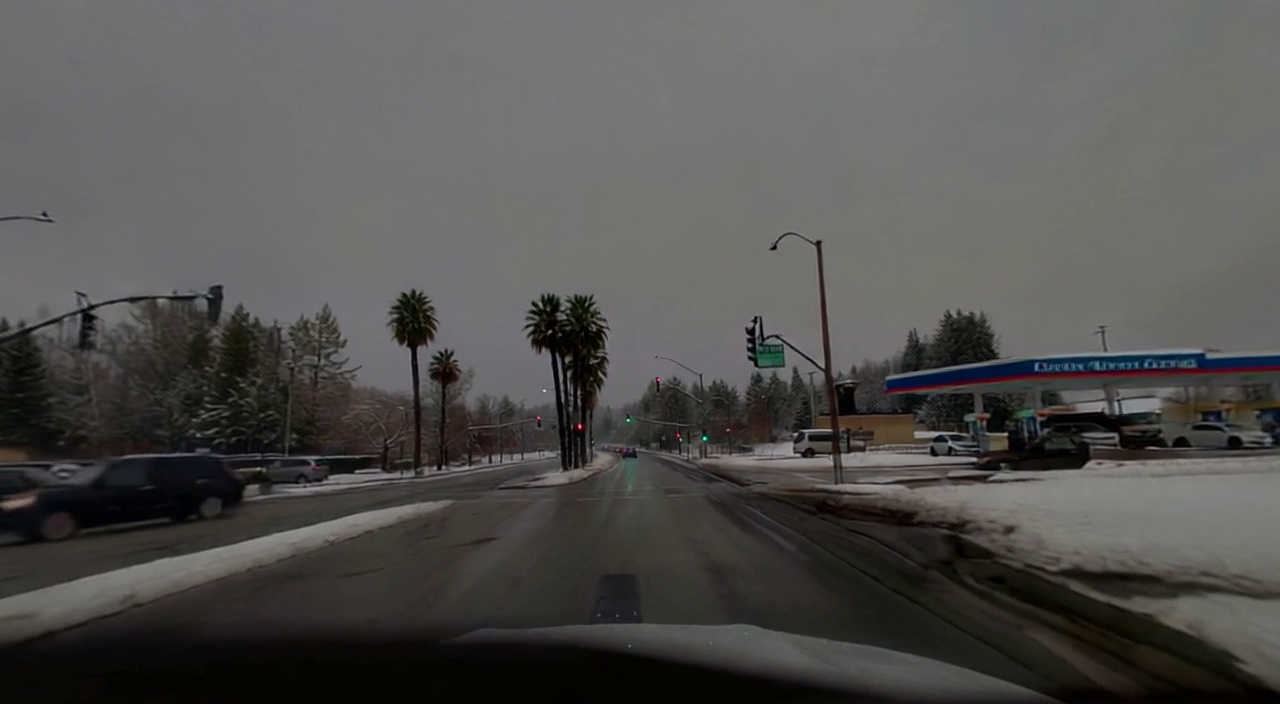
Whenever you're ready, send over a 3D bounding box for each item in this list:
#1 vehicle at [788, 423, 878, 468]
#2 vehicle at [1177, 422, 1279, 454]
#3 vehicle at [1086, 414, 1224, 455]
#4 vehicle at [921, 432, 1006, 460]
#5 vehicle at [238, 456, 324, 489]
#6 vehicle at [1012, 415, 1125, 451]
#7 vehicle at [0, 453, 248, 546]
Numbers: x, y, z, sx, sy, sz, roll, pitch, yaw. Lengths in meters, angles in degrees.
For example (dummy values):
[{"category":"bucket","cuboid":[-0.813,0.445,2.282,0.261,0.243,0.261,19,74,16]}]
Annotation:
[{"category":"vehicle","cuboid":[13.299,6.647,44.693,2.944,2.783,10.332,0,-9,-1]},{"category":"vehicle","cuboid":[30.372,4.388,32.129,4.286,1.519,2.070,-1,-9,-4]},{"category":"vehicle","cuboid":[30.197,4.890,37.195,6.052,2.171,2.511,-1,-9,-5]},{"category":"vehicle","cuboid":[21.628,6.302,42.322,4.578,1.756,2.042,1,-9,-5]},{"category":"vehicle","cuboid":[-25.865,8.657,45.640,5.056,1.839,1.957,-4,-6,-2]},{"category":"vehicle","cuboid":[28.928,5.519,42.806,5.625,2.303,2.592,0,-9,2]},{"category":"vehicle","cuboid":[-11.022,2.888,13.183,1.920,1.496,4.763,-2,-9,14]}]
